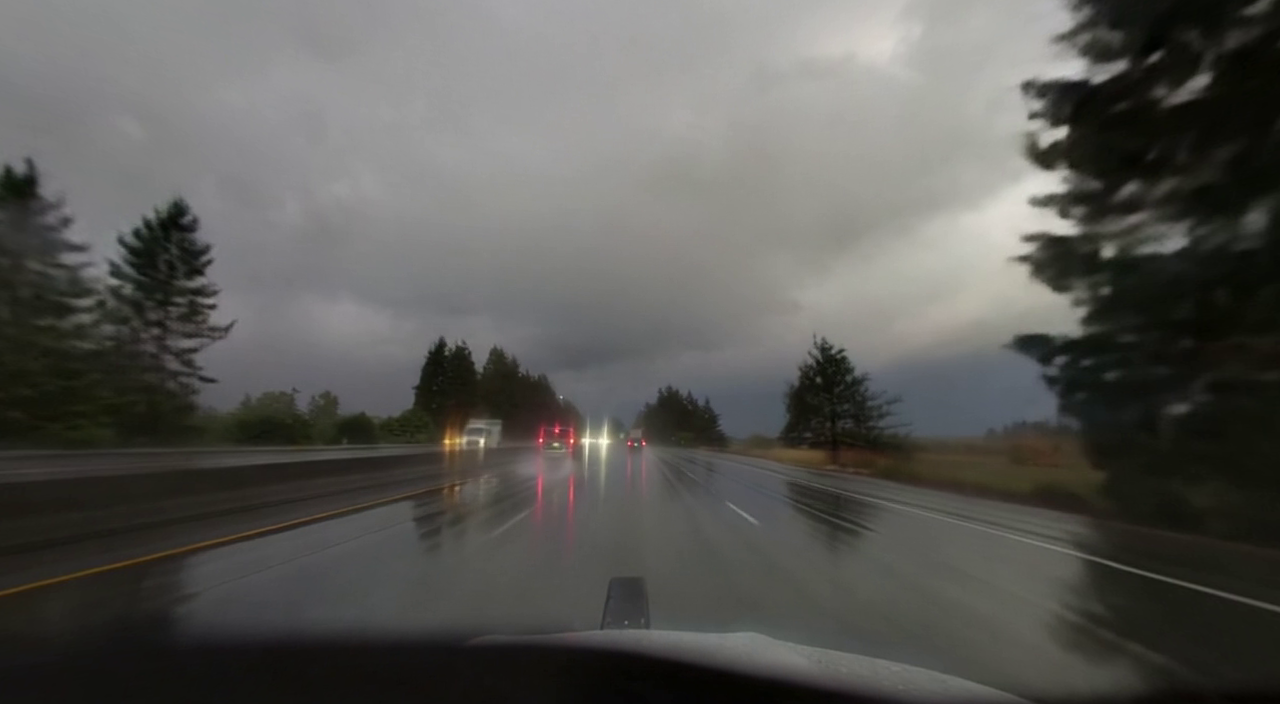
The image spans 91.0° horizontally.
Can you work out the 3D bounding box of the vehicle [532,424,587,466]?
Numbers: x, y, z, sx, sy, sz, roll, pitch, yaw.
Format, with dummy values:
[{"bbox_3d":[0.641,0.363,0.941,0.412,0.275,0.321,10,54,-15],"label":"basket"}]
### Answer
[{"bbox_3d":[-4.102,4.845,32.924,2.241,2.034,4.890,0,-8,-1],"label":"vehicle"}]
